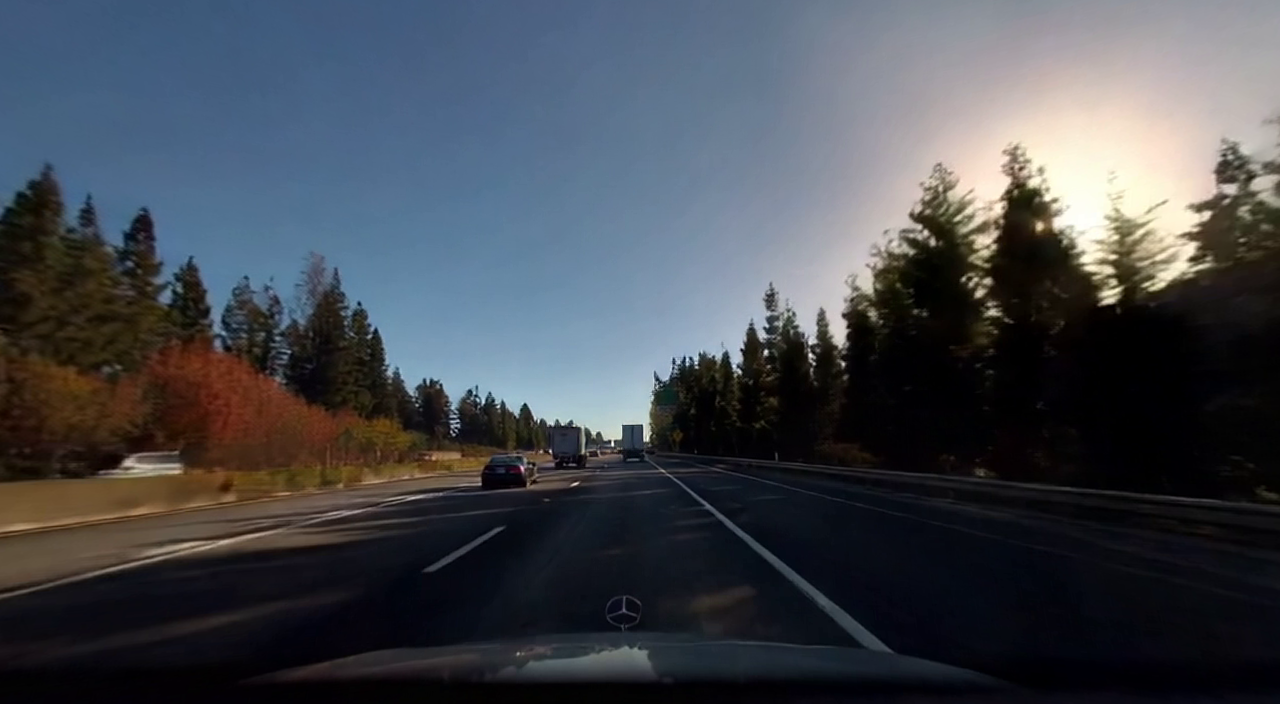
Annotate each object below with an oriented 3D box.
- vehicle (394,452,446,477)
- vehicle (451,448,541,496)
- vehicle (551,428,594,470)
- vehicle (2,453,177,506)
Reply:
[{"bbox_3d":[-13.646,6.972,39.277,1.904,1.435,3.558,0,-9,0],"label":"vehicle"},{"bbox_3d":[-4.813,4.075,21.851,1.979,1.459,4.643,0,-9,0],"label":"vehicle"},{"bbox_3d":[-4.764,7.015,45.539,2.368,2.813,6.329,0,-9,0],"label":"vehicle"},{"bbox_3d":[-17.744,4.087,20.681,1.865,1.509,4.237,0,-9,0],"label":"vehicle"}]
